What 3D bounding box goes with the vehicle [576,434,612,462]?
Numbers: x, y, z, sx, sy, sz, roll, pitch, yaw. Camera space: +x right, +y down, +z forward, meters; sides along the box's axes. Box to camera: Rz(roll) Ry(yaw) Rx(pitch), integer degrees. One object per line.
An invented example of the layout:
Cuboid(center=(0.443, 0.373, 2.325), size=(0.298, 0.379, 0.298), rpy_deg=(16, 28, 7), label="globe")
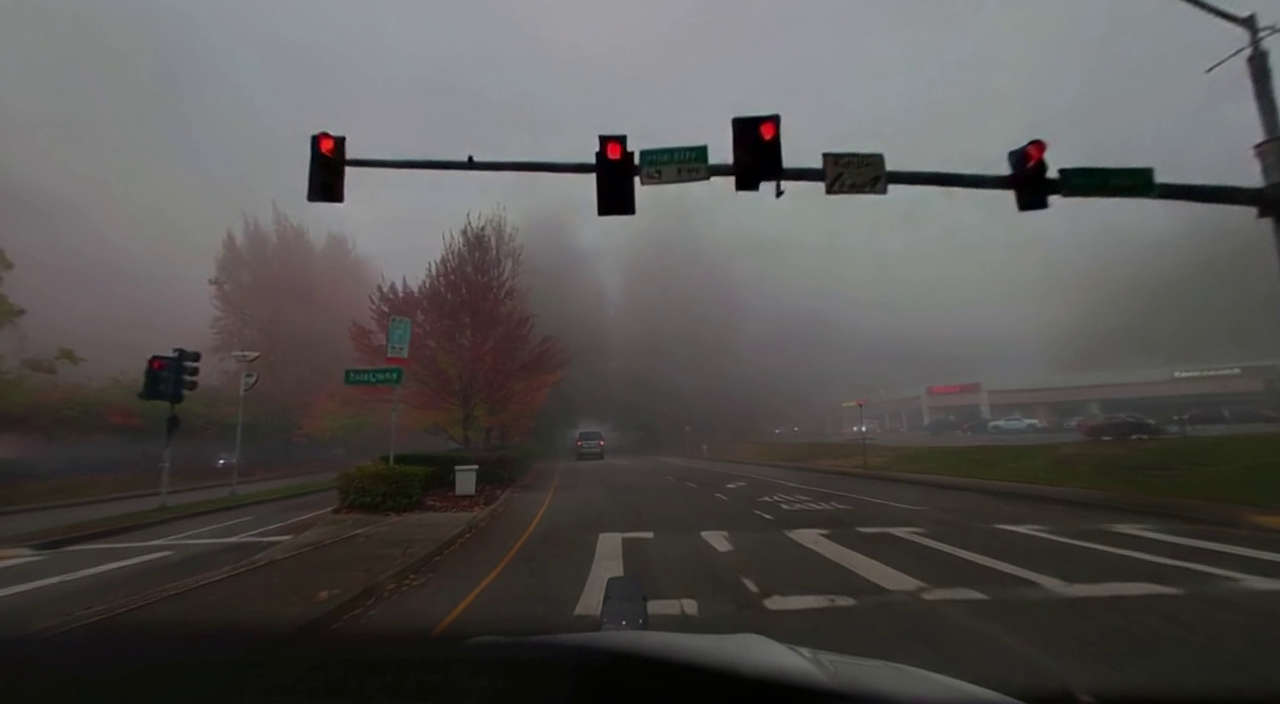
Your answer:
Cuboid(center=(-3.275, 6.643, 43.922), size=(2.146, 1.814, 5.110), rpy_deg=(1, -8, -8), label="vehicle")
